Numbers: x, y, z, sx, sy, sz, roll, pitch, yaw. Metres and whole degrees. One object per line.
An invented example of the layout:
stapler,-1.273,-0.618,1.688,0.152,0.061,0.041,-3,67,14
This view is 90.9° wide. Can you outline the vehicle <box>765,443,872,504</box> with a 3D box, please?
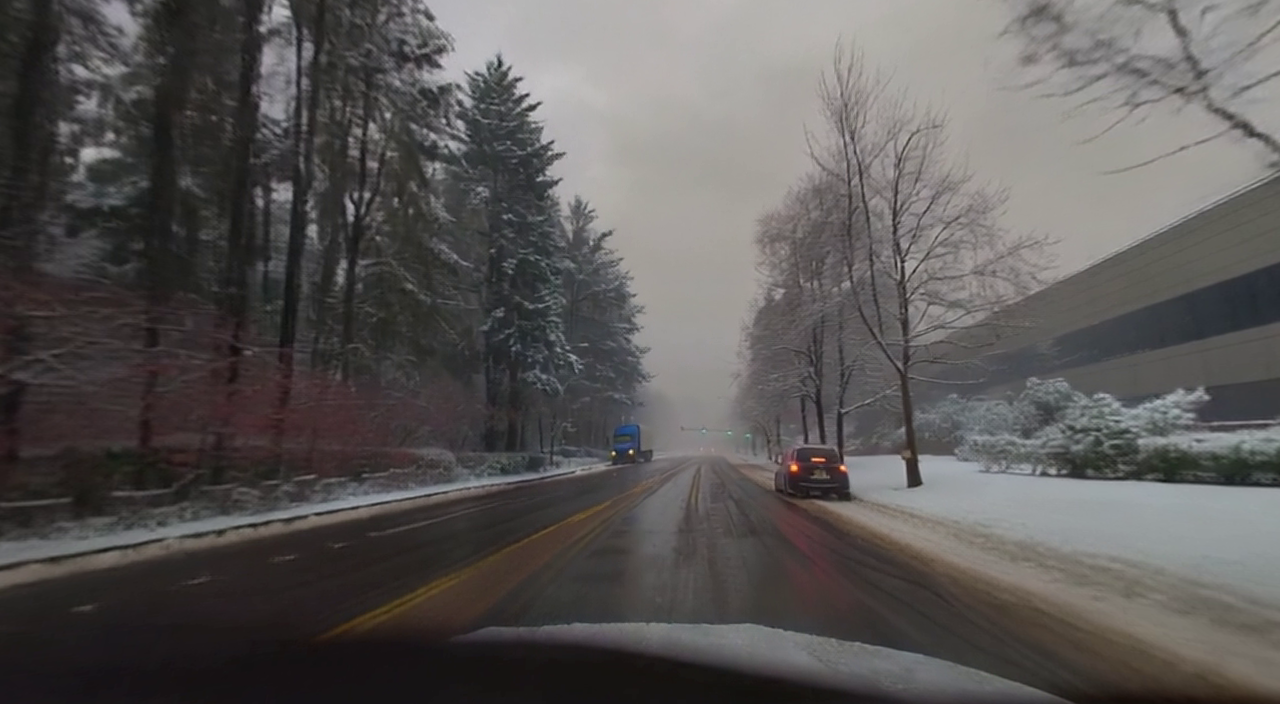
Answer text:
vehicle,4.959,3.437,18.232,2.098,1.509,4.389,0,-9,4
